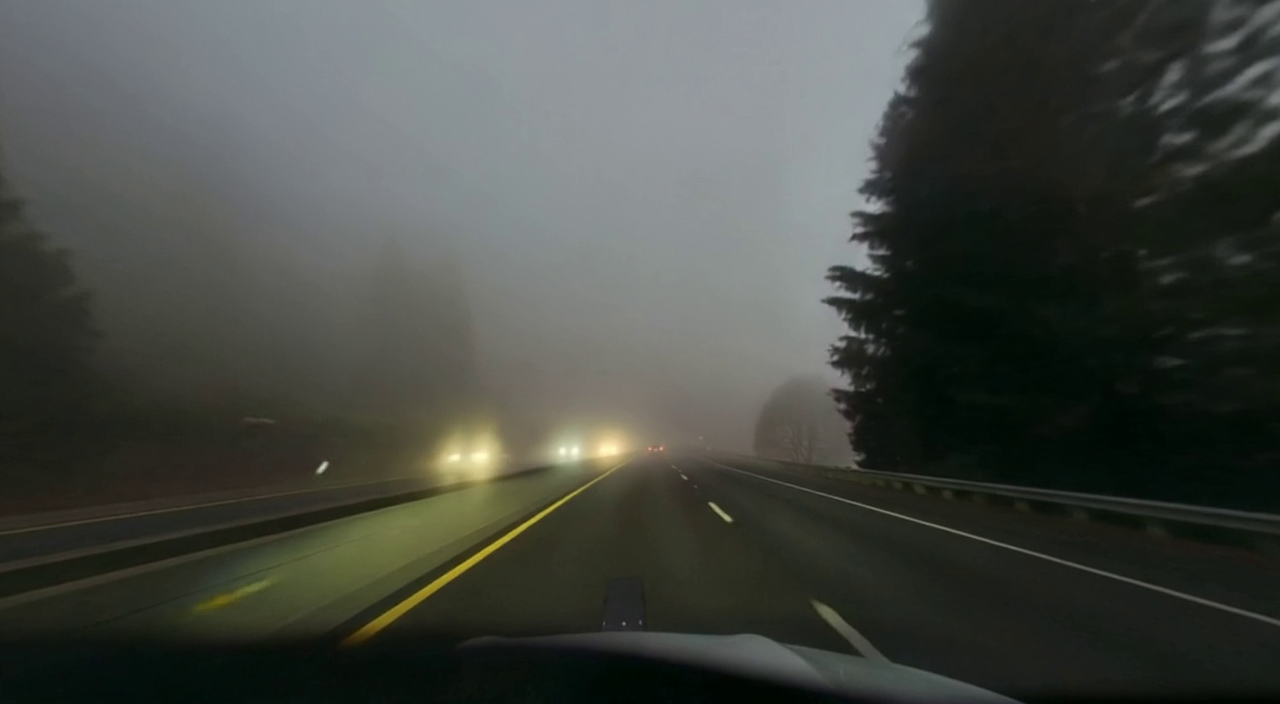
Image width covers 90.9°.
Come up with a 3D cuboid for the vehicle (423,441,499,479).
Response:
[{"bbox_3d":[-8.651,5.248,30.987,2.226,1.688,4.820,0,-8,1],"label":"vehicle"}]
